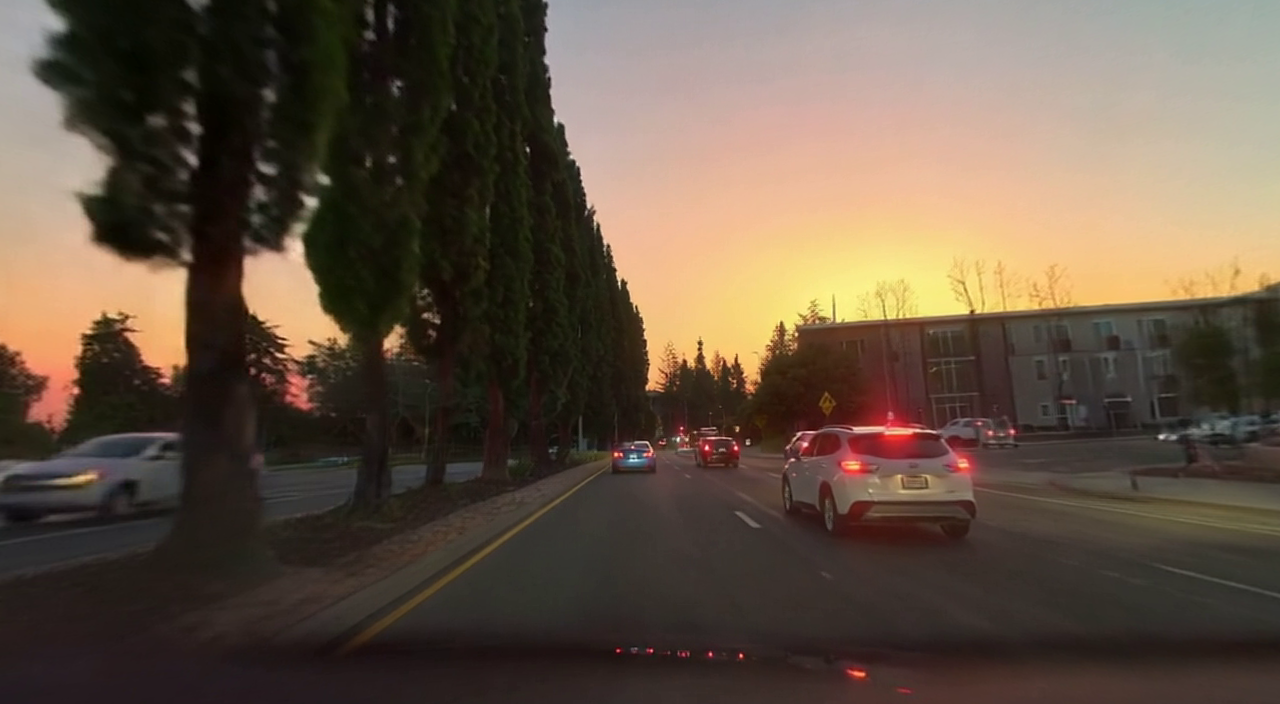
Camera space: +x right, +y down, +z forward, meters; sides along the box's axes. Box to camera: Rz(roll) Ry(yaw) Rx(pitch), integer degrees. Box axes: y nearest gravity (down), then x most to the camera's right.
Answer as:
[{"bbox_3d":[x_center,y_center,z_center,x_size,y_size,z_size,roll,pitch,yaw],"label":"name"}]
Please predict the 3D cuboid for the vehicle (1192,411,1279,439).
[{"bbox_3d":[34.648,4.269,36.087,1.797,1.452,4.453,0,-9,0],"label":"vehicle"}]

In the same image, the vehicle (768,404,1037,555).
[{"bbox_3d":[3.456,1.789,9.411,2.130,1.718,4.310,0,-9,0],"label":"vehicle"}]

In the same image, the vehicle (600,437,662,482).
[{"bbox_3d":[-0.285,3.921,23.150,2.111,1.506,4.018,0,-9,0],"label":"vehicle"}]

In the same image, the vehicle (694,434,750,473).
[{"bbox_3d":[3.743,4.745,29.488,1.982,1.709,4.427,0,-9,-1],"label":"vehicle"}]

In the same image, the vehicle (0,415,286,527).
[{"bbox_3d":[-11.727,2.708,15.054,2.494,2.052,6.719,0,-9,1],"label":"vehicle"}]
